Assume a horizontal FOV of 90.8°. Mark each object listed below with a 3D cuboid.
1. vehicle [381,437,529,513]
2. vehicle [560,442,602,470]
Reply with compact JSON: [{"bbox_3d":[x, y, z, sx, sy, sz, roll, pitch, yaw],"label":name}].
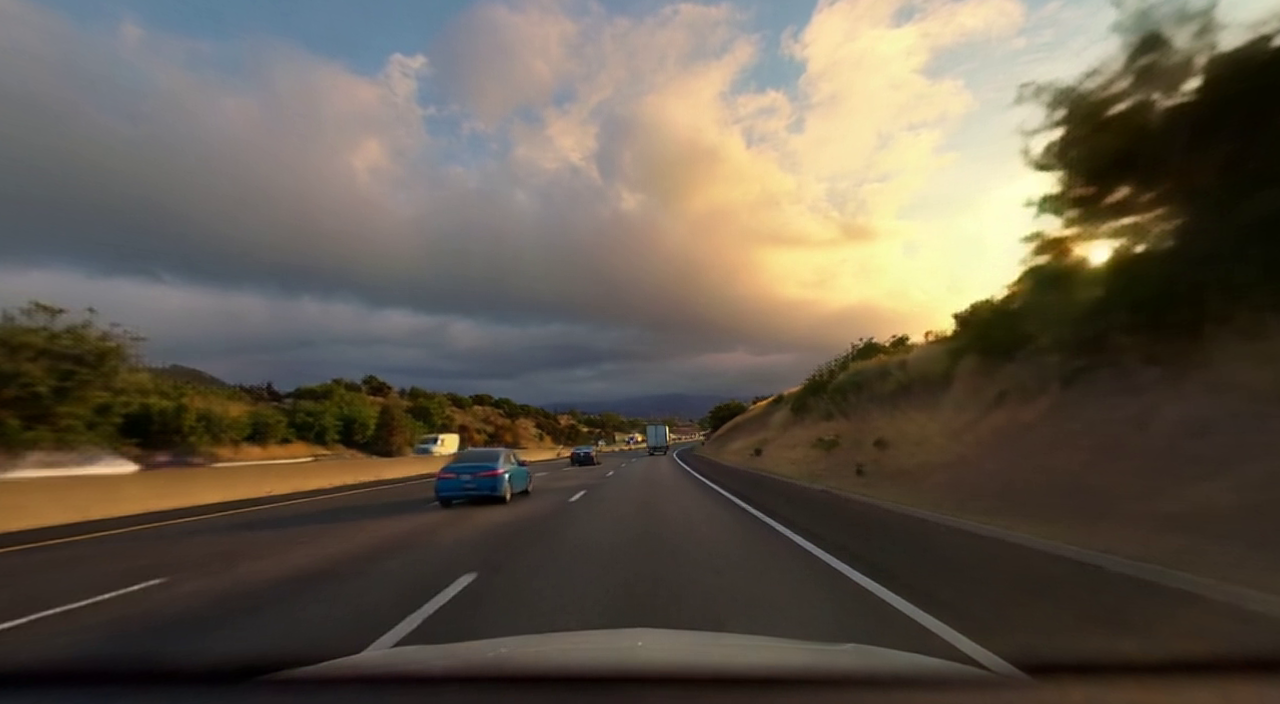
[{"bbox_3d":[-4.007,2.743,14.571,2.078,1.469,4.371,0,-9,0],"label":"vehicle"},{"bbox_3d":[-3.294,5.895,35.798,1.943,1.460,3.961,-1,-9,1],"label":"vehicle"}]
